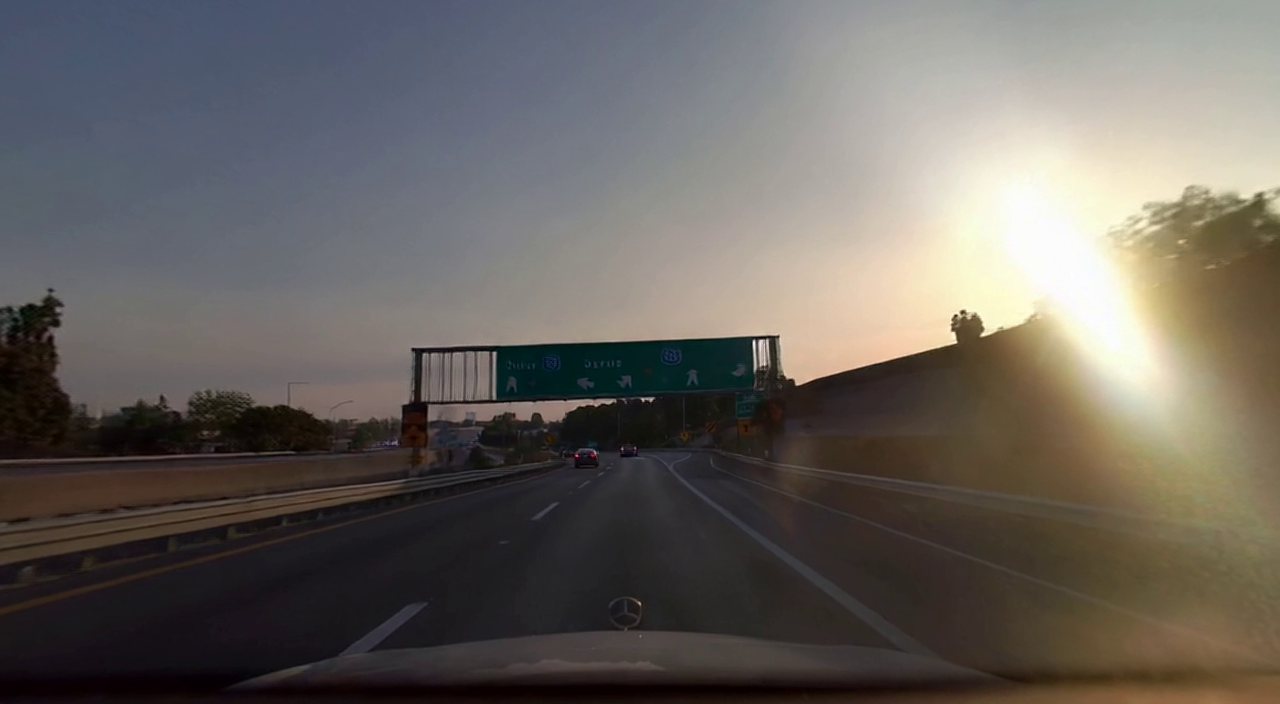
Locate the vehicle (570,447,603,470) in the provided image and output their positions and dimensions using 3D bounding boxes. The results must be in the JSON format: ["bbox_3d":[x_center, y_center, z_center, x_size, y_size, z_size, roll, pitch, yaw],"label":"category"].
[{"bbox_3d":[-4.066,8.127,48.230,2.234,1.588,4.484,1,-9,-1],"label":"vehicle"}]
